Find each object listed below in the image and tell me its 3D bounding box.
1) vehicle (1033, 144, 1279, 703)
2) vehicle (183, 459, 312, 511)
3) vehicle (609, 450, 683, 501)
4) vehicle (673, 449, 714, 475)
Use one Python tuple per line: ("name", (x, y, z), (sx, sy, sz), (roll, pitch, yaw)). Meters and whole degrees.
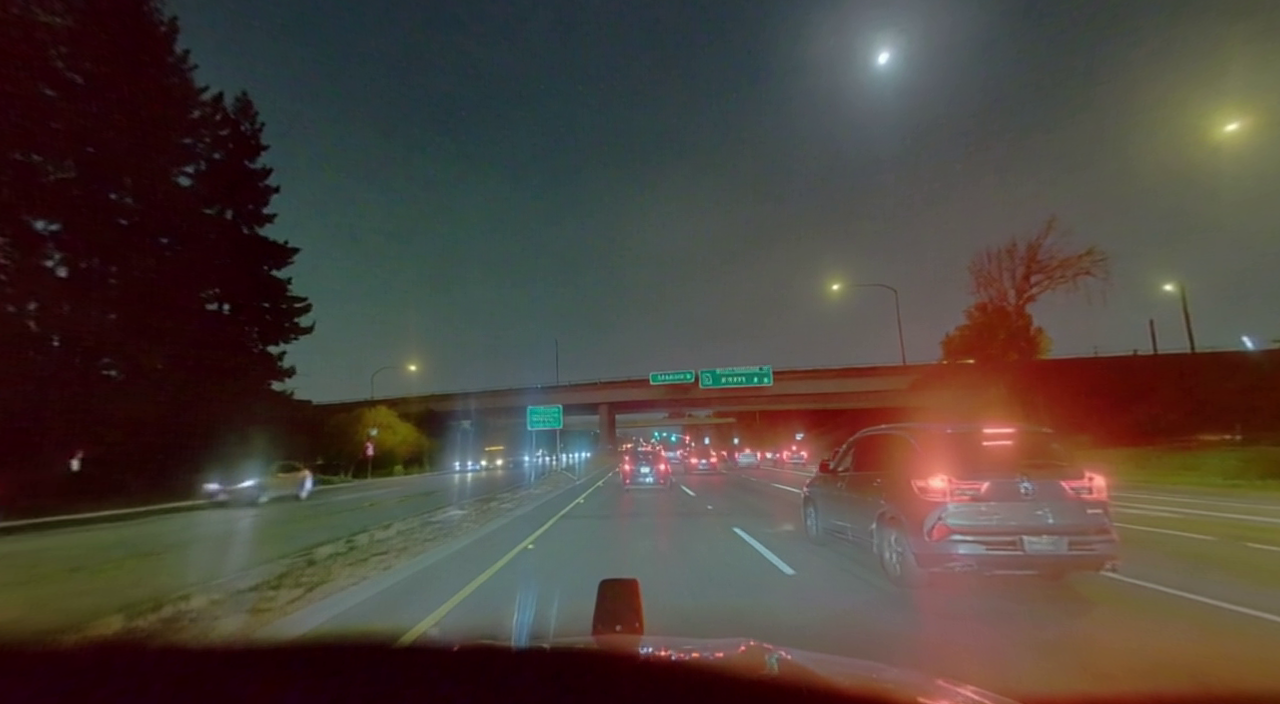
("vehicle", (3.313, 0.313, 0.666), (2.588, 2.321, 4.927), (0, -9, 1))
("vehicle", (-14.567, 4.921, 23.837), (2.009, 1.670, 4.583), (0, -9, -2))
("vehicle", (0.147, 3.665, 19.138), (2.027, 1.341, 3.775), (0, -9, 0))
("vehicle", (3.104, 6.472, 37.347), (1.962, 1.431, 4.205), (0, -9, -1))
